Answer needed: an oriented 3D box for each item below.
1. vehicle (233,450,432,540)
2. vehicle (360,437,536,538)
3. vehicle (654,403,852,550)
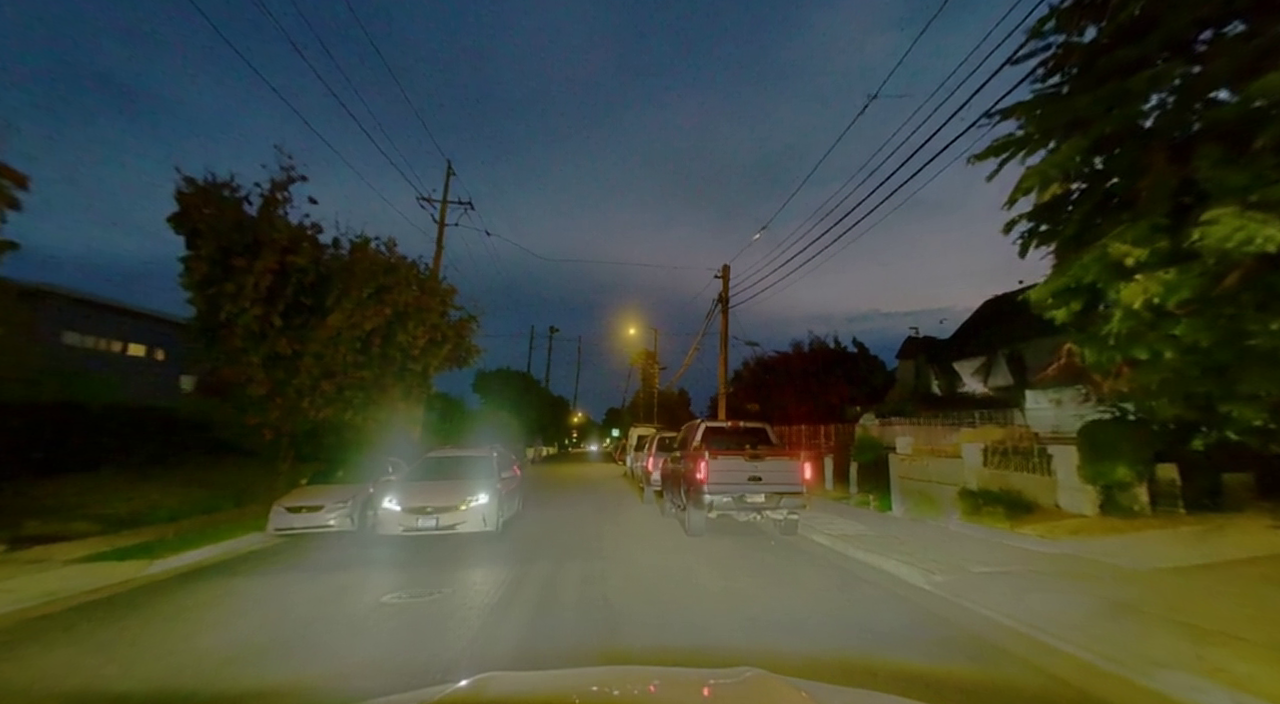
[{"bbox_3d":[-5.852,2.716,12.713,1.932,1.431,4.198,0,-8,-1],"label":"vehicle"},{"bbox_3d":[-3.345,2.440,12.195,2.060,1.525,4.876,0,-8,-2],"label":"vehicle"},{"bbox_3d":[1.489,1.898,10.351,2.032,1.839,4.597,0,-8,-5],"label":"vehicle"}]
